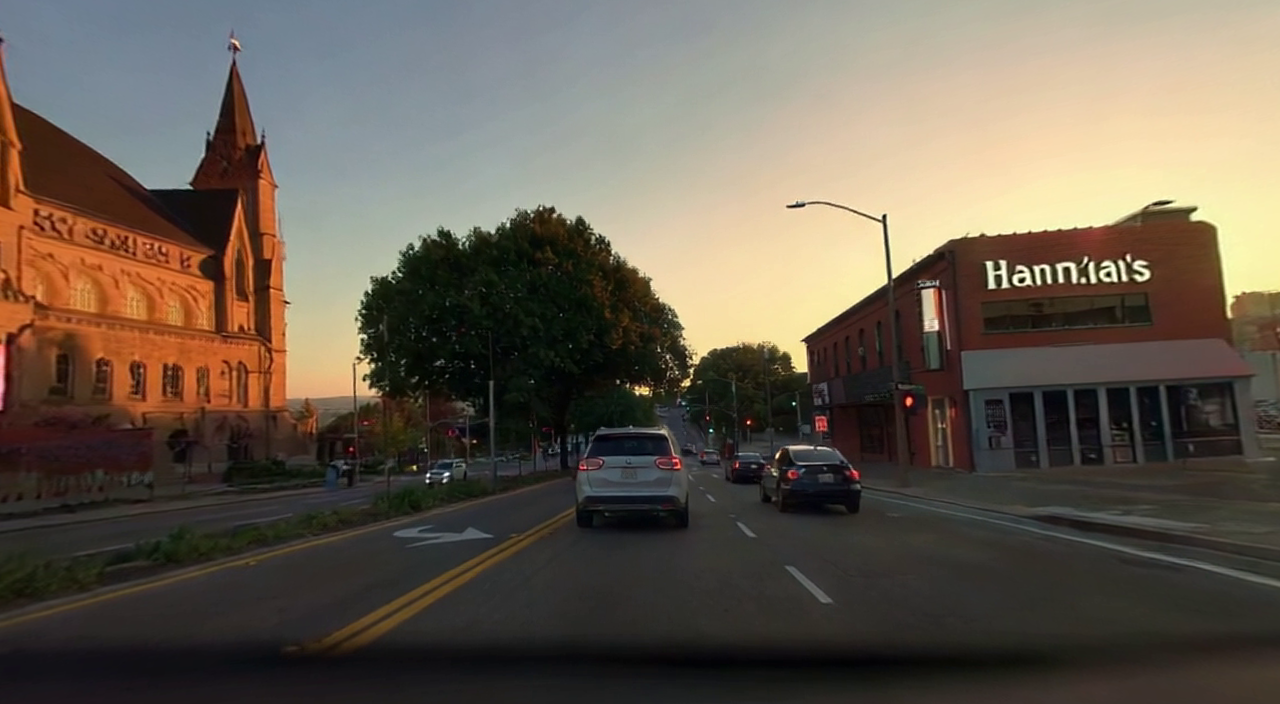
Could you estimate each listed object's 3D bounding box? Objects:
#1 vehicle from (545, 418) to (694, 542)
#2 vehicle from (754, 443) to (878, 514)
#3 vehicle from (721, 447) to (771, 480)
[{"bbox_3d":[-0.195,2.174,11.320,2.168,1.776,4.135,-1,-8,3],"label":"vehicle"},{"bbox_3d":[4.094,2.982,15.482,1.883,1.472,4.471,0,-8,2],"label":"vehicle"},{"bbox_3d":[5.059,5.344,30.642,1.890,1.491,4.166,0,-8,3],"label":"vehicle"}]
